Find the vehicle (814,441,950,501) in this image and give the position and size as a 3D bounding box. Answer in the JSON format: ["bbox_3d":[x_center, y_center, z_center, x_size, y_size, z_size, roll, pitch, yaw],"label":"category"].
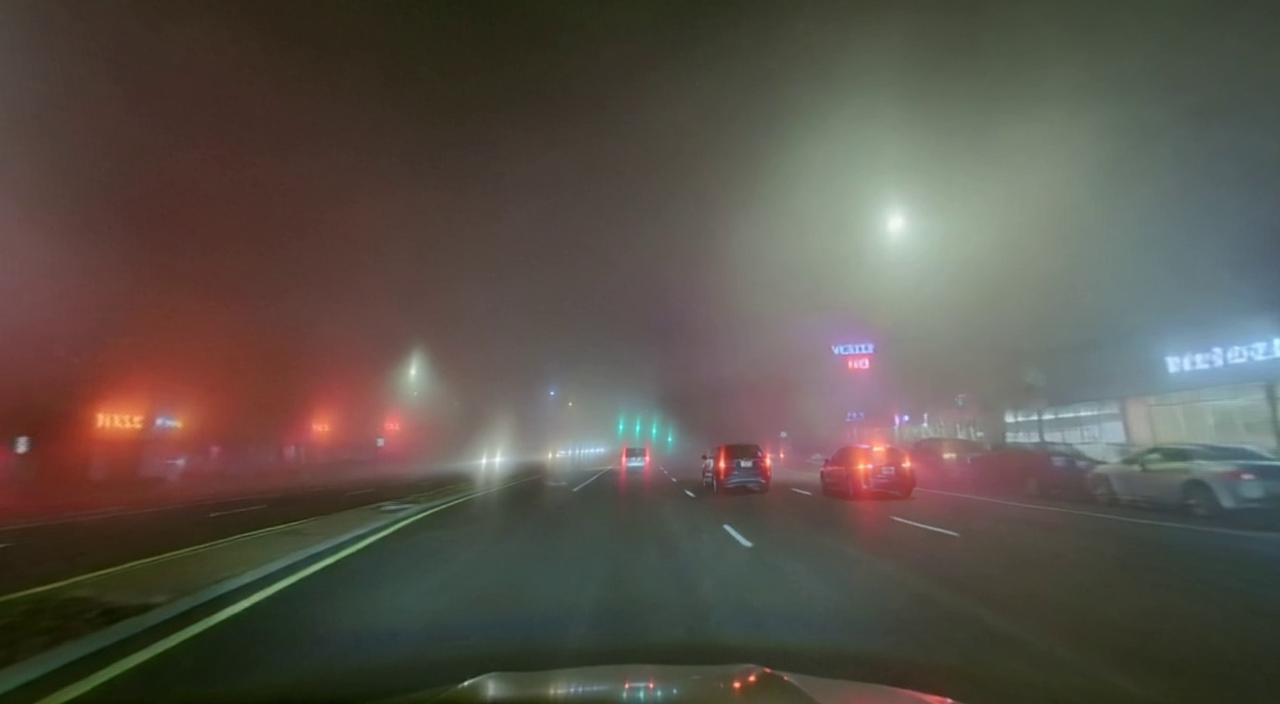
[{"bbox_3d":[6.619,3.283,17.902,1.952,1.449,4.544,0,-8,-2],"label":"vehicle"}]

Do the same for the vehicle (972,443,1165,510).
[{"bbox_3d":[10.479,3.040,15.961,1.763,1.430,4.427,0,-8,0],"label":"vehicle"}]

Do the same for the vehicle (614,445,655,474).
[{"bbox_3d":[-0.295,5.700,33.818,2.052,1.461,4.324,0,-8,-1],"label":"vehicle"}]

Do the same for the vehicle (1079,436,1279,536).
[{"bbox_3d":[10.599,2.342,11.712,2.000,1.514,3.811,0,-8,-4],"label":"vehicle"}]

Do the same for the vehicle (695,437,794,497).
[{"bbox_3d":[2.942,3.377,18.935,2.072,1.545,4.578,0,-8,-1],"label":"vehicle"}]
